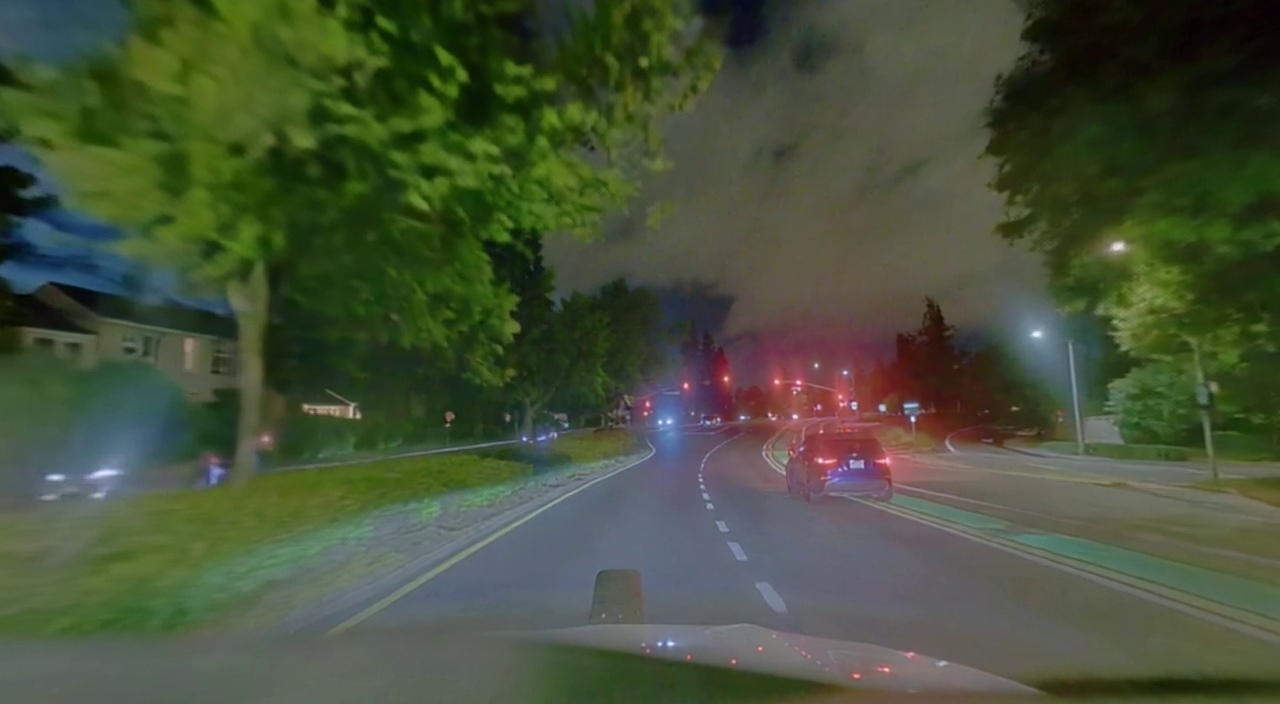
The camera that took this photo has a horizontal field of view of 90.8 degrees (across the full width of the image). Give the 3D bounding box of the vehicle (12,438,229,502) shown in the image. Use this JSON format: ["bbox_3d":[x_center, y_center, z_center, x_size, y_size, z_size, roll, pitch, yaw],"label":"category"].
[{"bbox_3d":[-14.570,3.308,18.206,2.061,1.559,4.729,-1,-8,3],"label":"vehicle"}]
